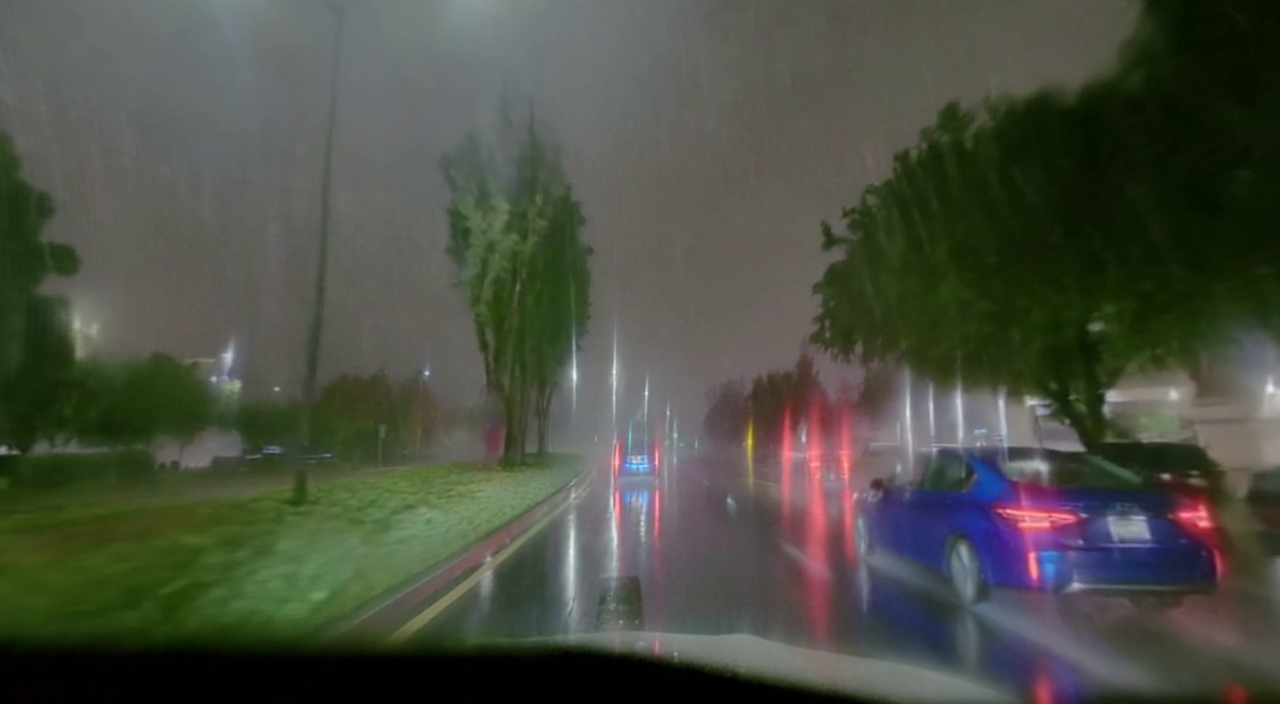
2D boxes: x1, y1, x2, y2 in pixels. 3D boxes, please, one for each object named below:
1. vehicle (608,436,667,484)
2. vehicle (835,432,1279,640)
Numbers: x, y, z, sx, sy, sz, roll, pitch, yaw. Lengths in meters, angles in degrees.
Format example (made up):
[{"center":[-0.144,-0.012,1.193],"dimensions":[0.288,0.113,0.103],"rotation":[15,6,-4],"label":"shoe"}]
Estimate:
[{"center":[-0.179,4.137,24.542],"dimensions":[2.085,1.693,4.301],"rotation":[0,-8,-2],"label":"vehicle"},{"center":[3.750,1.605,6.639],"dimensions":[1.918,1.418,4.360],"rotation":[0,-8,-1],"label":"vehicle"}]
